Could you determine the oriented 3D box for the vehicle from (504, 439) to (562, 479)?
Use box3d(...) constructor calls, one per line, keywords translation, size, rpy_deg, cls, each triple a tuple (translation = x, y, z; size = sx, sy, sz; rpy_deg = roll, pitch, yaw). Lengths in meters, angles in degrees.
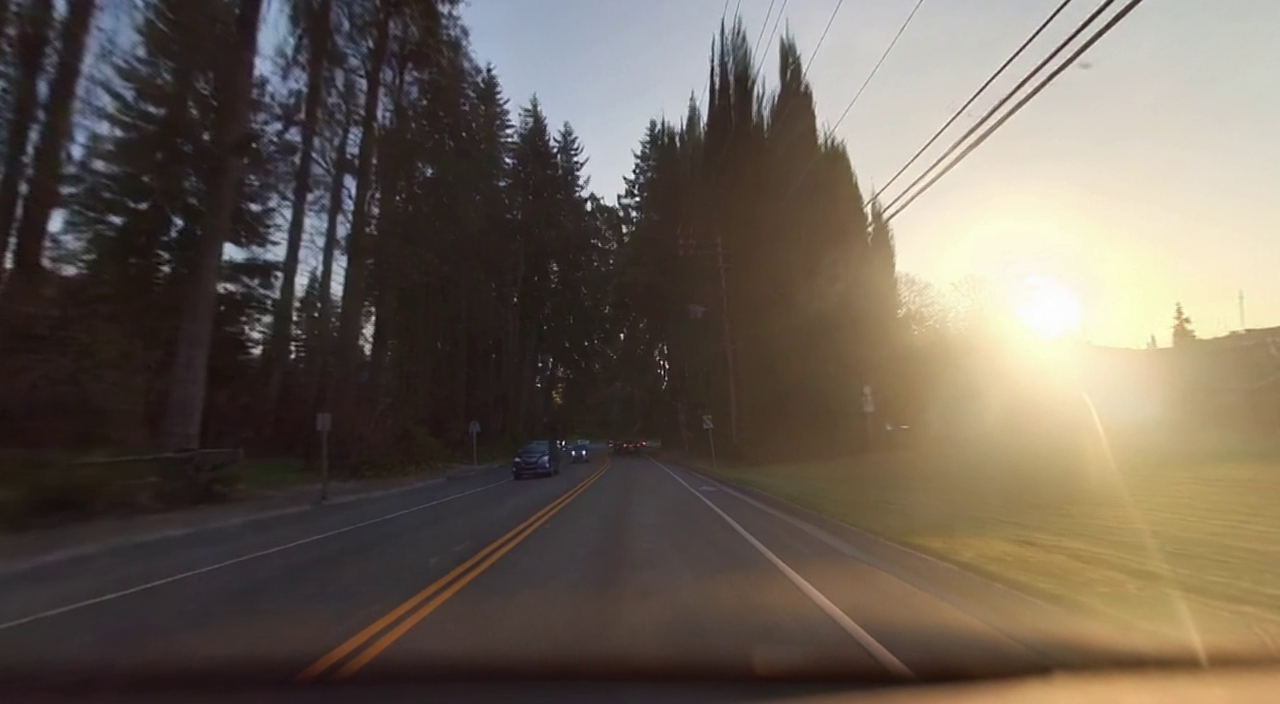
box3d(translation=(-4.988, 5.017, 29.953), size=(2.114, 1.712, 4.340), rpy_deg=(0, -8, -2), cls="vehicle")
